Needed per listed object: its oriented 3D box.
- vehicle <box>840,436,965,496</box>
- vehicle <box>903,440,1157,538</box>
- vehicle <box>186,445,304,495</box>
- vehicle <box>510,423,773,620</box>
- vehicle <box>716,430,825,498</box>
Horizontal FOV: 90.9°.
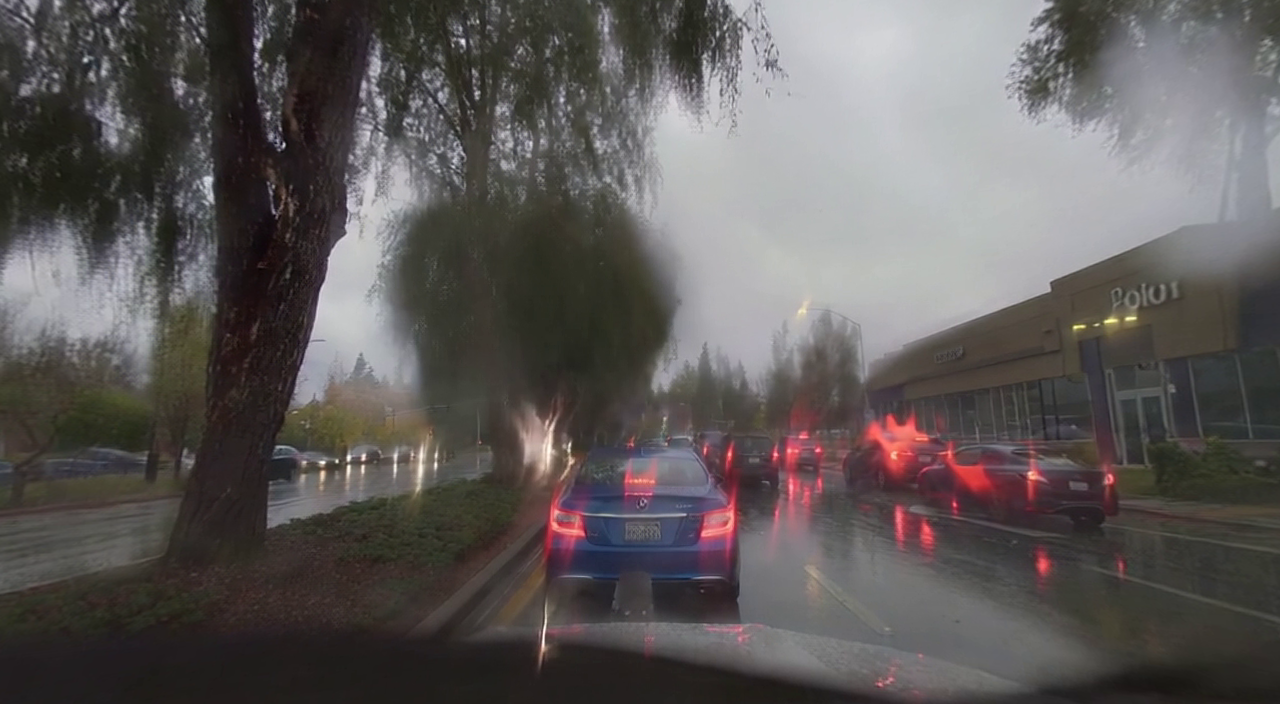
[{"bbox_3d":[7.899,3.447,19.514,1.963,1.637,4.527,0,-8,1],"label":"vehicle"},{"bbox_3d":[6.834,2.402,11.790,1.911,1.468,4.417,0,-8,0],"label":"vehicle"},{"bbox_3d":[-15.293,4.553,24.764,2.163,1.743,4.428,1,-8,-7],"label":"vehicle"},{"bbox_3d":[-0.018,1.600,6.998,1.977,1.465,4.376,0,-8,-1],"label":"vehicle"},{"bbox_3d":[3.614,3.205,18.465,2.114,1.736,4.553,0,-8,-1],"label":"vehicle"}]
